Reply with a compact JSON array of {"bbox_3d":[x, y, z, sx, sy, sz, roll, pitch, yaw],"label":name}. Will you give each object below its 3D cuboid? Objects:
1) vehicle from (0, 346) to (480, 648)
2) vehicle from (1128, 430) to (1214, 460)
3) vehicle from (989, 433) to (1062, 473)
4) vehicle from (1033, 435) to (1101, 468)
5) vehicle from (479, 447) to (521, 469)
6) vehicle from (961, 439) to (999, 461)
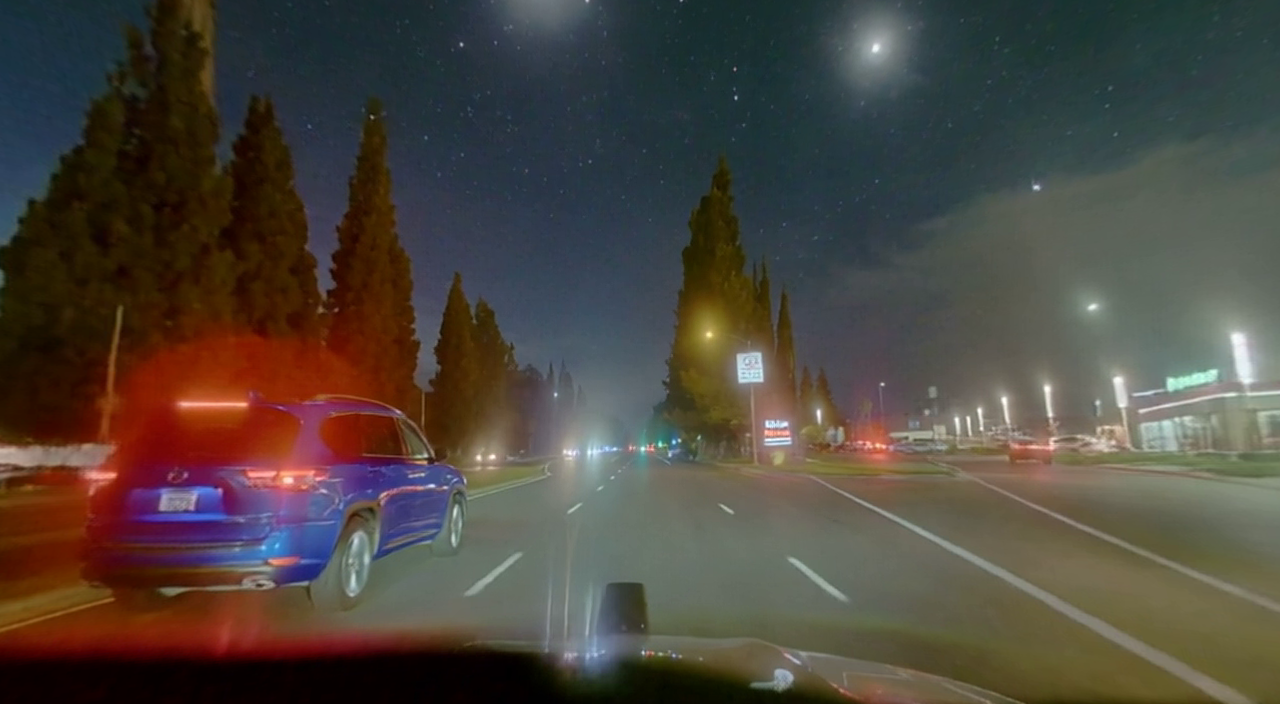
[{"bbox_3d":[-3.326,1.284,6.484,2.152,1.987,4.527,0,-9,0],"label":"vehicle"},{"bbox_3d":[34.658,6.068,41.151,4.722,1.906,1.898,3,-9,-18],"label":"vehicle"},{"bbox_3d":[19.302,5.070,31.780,2.180,1.808,4.462,-3,-9,20],"label":"vehicle"},{"bbox_3d":[25.746,5.998,38.210,2.162,1.806,5.704,-4,-9,22],"label":"vehicle"},{"bbox_3d":[-9.991,7.590,45.286,1.947,1.511,4.224,0,-9,1],"label":"vehicle"},{"bbox_3d":[26.444,7.657,49.064,1.982,1.611,4.314,-3,-9,21],"label":"vehicle"}]
